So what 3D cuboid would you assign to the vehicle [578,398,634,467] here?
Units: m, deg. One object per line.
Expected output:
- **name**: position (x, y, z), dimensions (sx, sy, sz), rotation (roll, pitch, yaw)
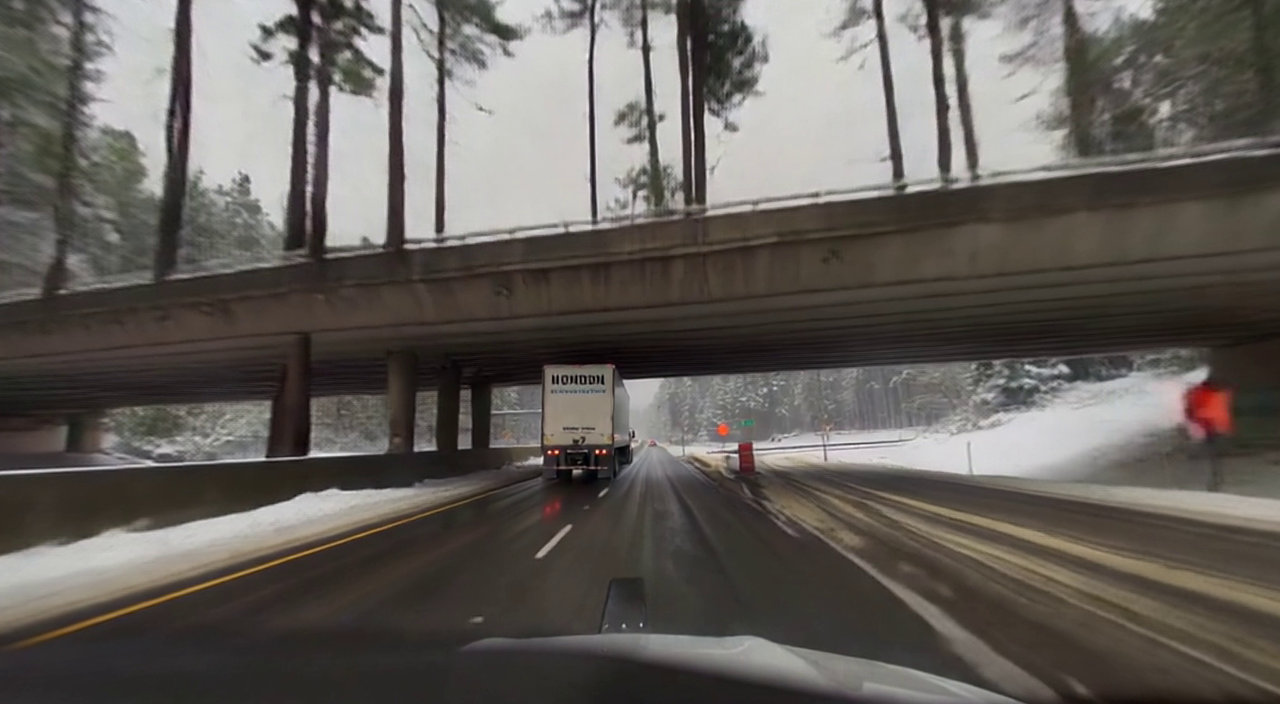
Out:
- **vehicle**: position (-2.029, 5.499, 42.213), dimensions (2.845, 4.049, 10.214), rotation (0, -8, 2)
